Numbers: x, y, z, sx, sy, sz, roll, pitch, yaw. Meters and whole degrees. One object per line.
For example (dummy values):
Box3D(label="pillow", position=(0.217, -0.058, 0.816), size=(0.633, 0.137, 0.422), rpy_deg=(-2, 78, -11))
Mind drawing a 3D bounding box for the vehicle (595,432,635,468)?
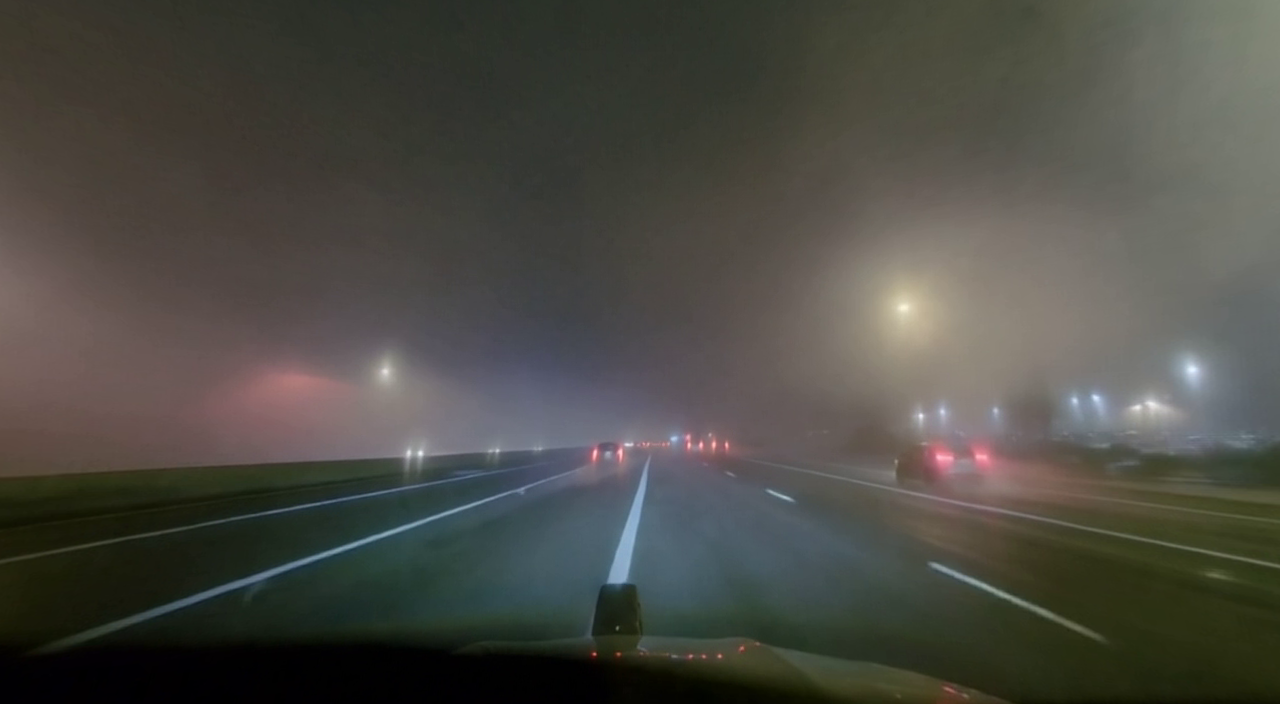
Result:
Box3D(label="vehicle", position=(-1.283, 5.334, 34.588), size=(1.893, 1.827, 4.513), rpy_deg=(0, -8, 2))

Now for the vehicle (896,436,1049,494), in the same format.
Box3D(label="vehicle", position=(9.166, 3.133, 17.934), size=(1.900, 1.432, 4.519), rpy_deg=(0, -8, 1))
